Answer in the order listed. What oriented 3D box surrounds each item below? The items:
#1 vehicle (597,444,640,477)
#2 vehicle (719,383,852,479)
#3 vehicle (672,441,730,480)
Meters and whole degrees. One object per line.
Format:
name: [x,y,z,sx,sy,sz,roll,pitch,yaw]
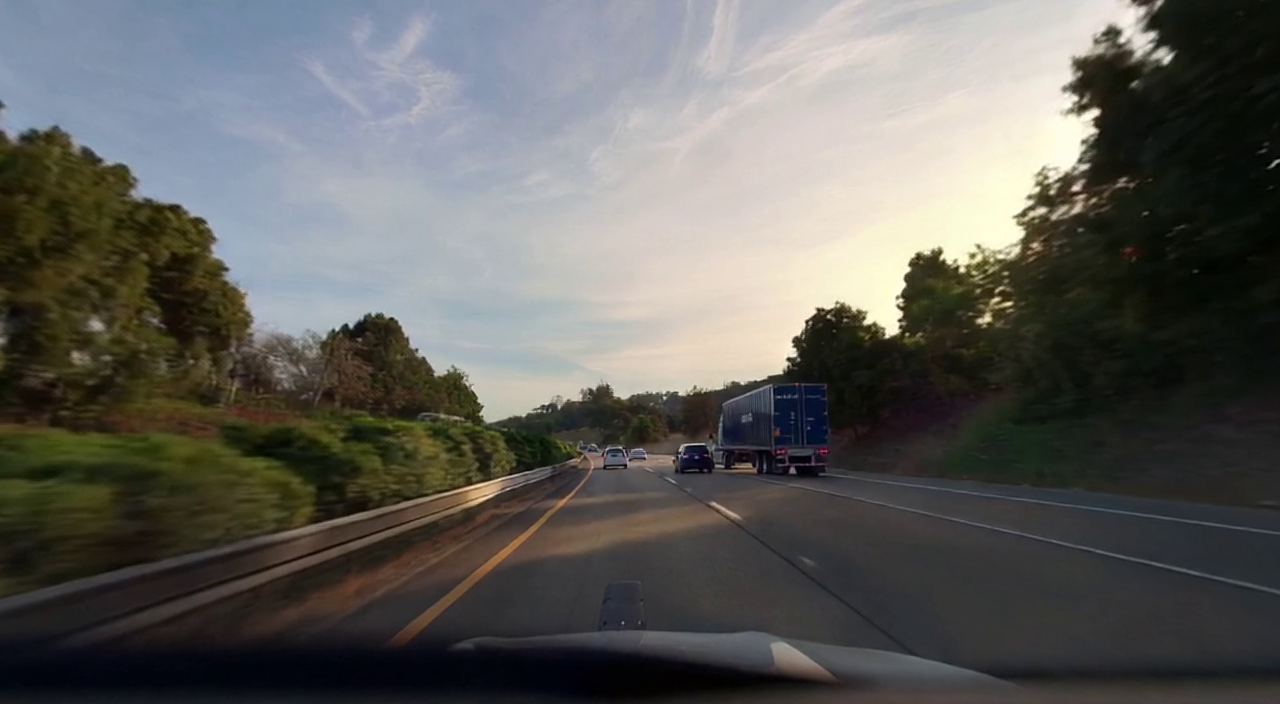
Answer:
vehicle: [-1.092,5.454,31.764,2.050,1.534,3.771,1,-9,-2]
vehicle: [6.986,4.414,33.631,2.965,3.990,14.227,1,-9,-3]
vehicle: [2.645,4.816,28.127,2.013,1.623,3.916,1,-9,-3]
